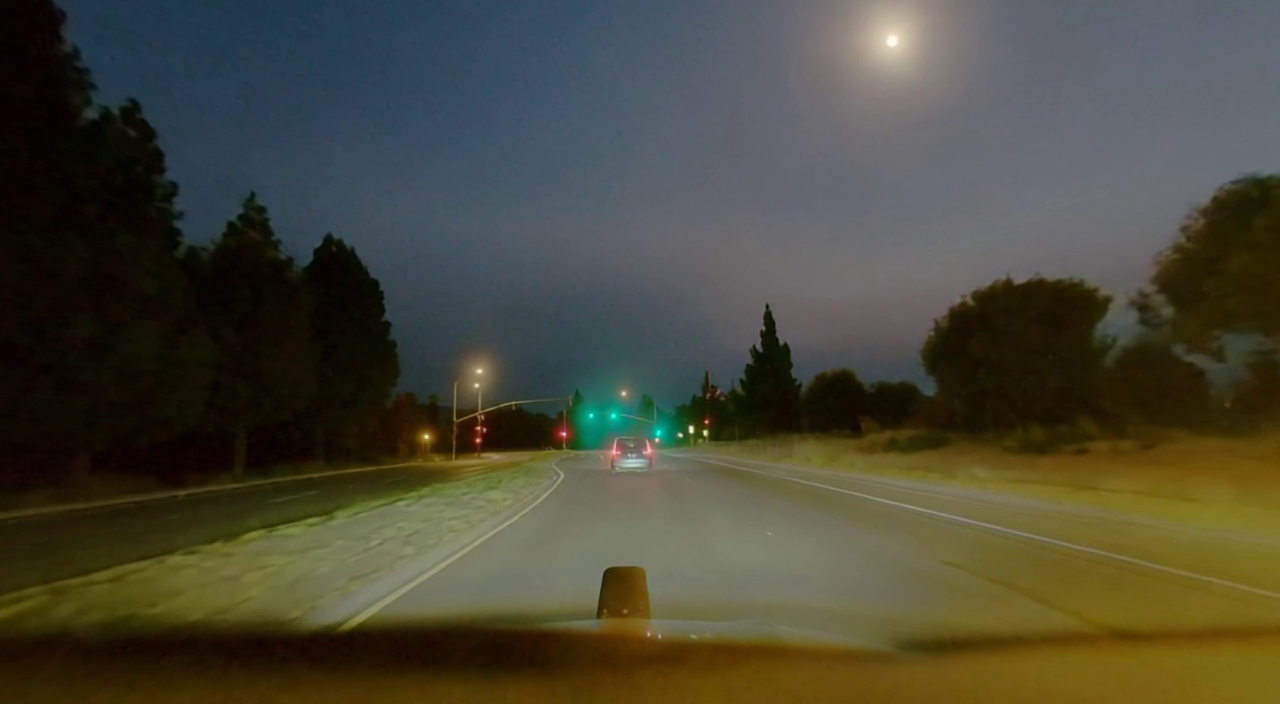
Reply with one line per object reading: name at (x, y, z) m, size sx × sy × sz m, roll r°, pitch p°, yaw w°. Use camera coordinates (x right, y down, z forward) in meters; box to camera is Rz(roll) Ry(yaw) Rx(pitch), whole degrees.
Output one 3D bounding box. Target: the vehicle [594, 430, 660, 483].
vehicle at (-0.464, 3.768, 22.921) m, size 2.192 × 1.734 × 4.176 m, roll 0°, pitch -8°, yaw -1°
